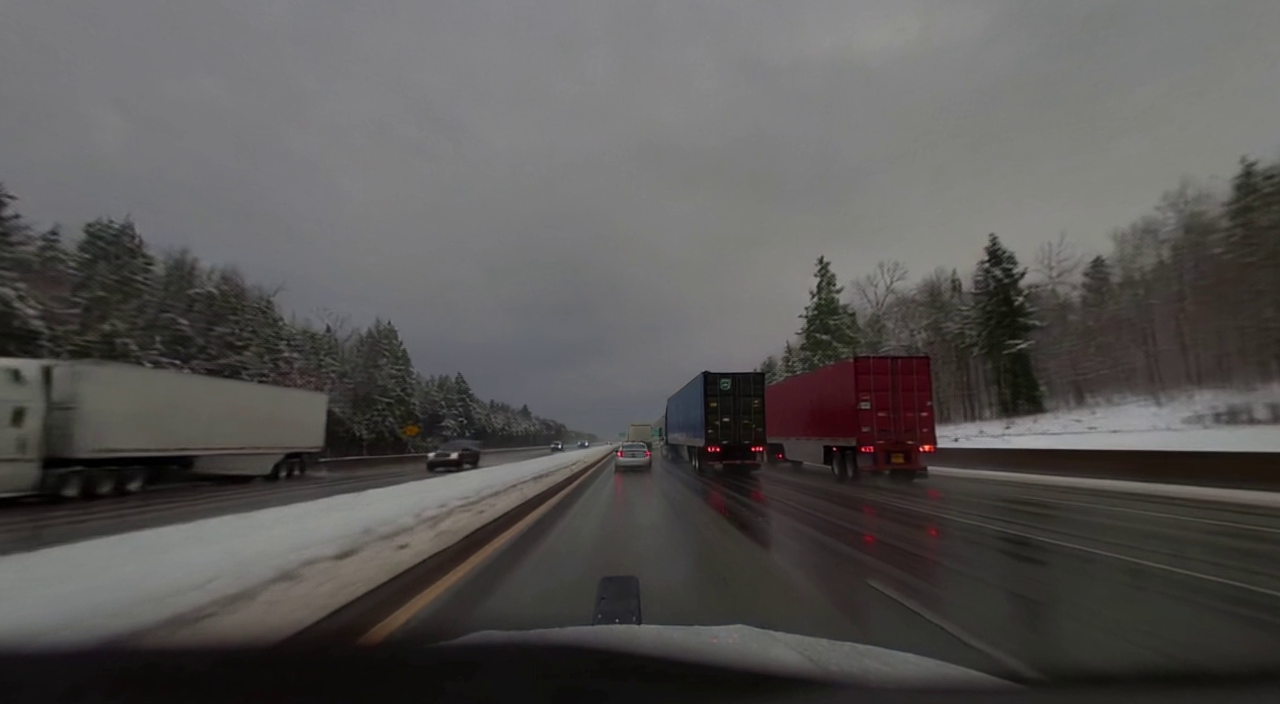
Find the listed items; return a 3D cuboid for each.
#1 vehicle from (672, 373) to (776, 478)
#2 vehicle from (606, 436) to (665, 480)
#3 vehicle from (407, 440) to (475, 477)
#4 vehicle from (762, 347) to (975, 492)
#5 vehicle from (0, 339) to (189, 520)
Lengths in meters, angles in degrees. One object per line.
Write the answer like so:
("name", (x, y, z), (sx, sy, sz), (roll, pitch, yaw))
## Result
("vehicle", (3.670, 3.811, 31.979), (2.888, 4.099, 14.183), (0, -8, -2))
("vehicle", (-0.218, 3.930, 23.685), (2.038, 1.477, 3.773), (0, -8, -1))
("vehicle", (-8.663, 4.648, 27.762), (1.841, 1.488, 3.664), (0, -8, -1))
("vehicle", (7.865, 2.829, 25.030), (2.876, 4.111, 14.145), (0, -8, -1))
("vehicle", (-16.675, 2.197, 17.362), (3.135, 4.207, 7.042), (0, -9, -1))
